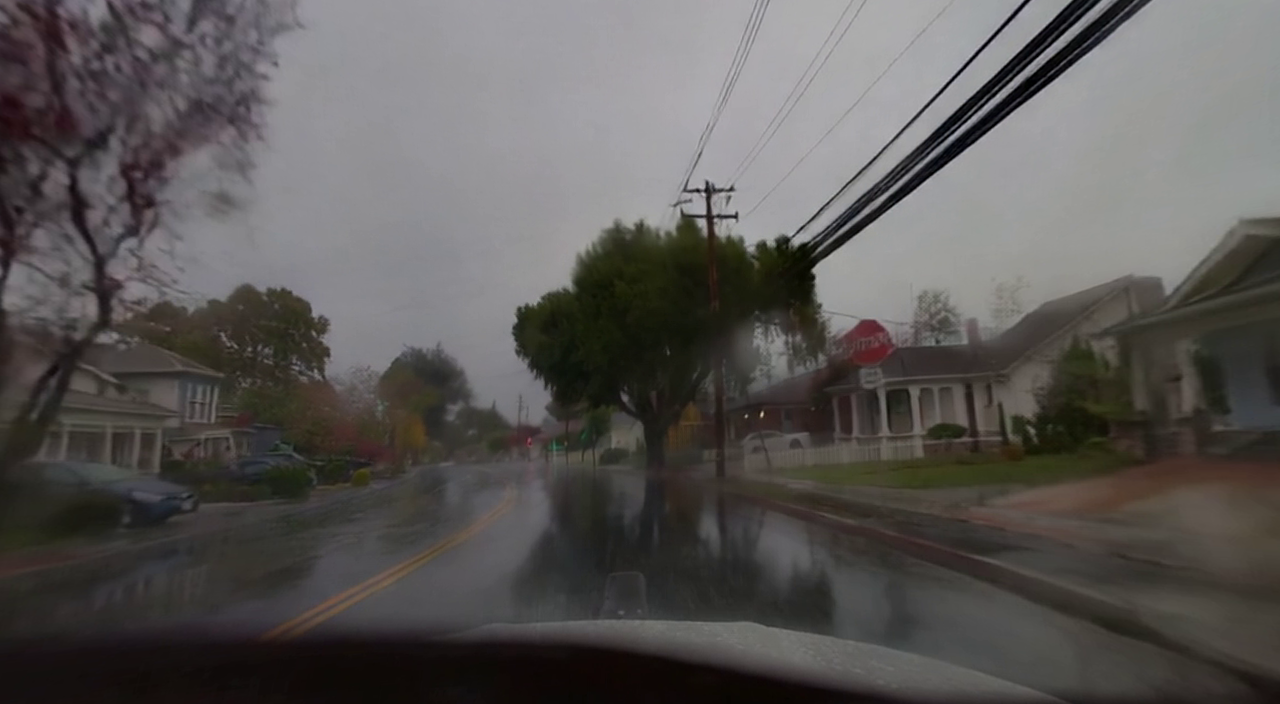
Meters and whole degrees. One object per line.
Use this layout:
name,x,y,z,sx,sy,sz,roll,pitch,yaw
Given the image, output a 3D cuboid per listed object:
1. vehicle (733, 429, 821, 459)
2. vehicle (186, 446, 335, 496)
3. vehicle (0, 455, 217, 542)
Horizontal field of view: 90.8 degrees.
vehicle,7.793,5.307,36.310,4.566,1.623,1.906,0,-8,0
vehicle,-14.510,4.551,24.363,4.321,1.772,2.161,-1,-8,2
vehicle,-11.792,3.066,13.837,2.390,1.431,4.253,0,-8,-6
